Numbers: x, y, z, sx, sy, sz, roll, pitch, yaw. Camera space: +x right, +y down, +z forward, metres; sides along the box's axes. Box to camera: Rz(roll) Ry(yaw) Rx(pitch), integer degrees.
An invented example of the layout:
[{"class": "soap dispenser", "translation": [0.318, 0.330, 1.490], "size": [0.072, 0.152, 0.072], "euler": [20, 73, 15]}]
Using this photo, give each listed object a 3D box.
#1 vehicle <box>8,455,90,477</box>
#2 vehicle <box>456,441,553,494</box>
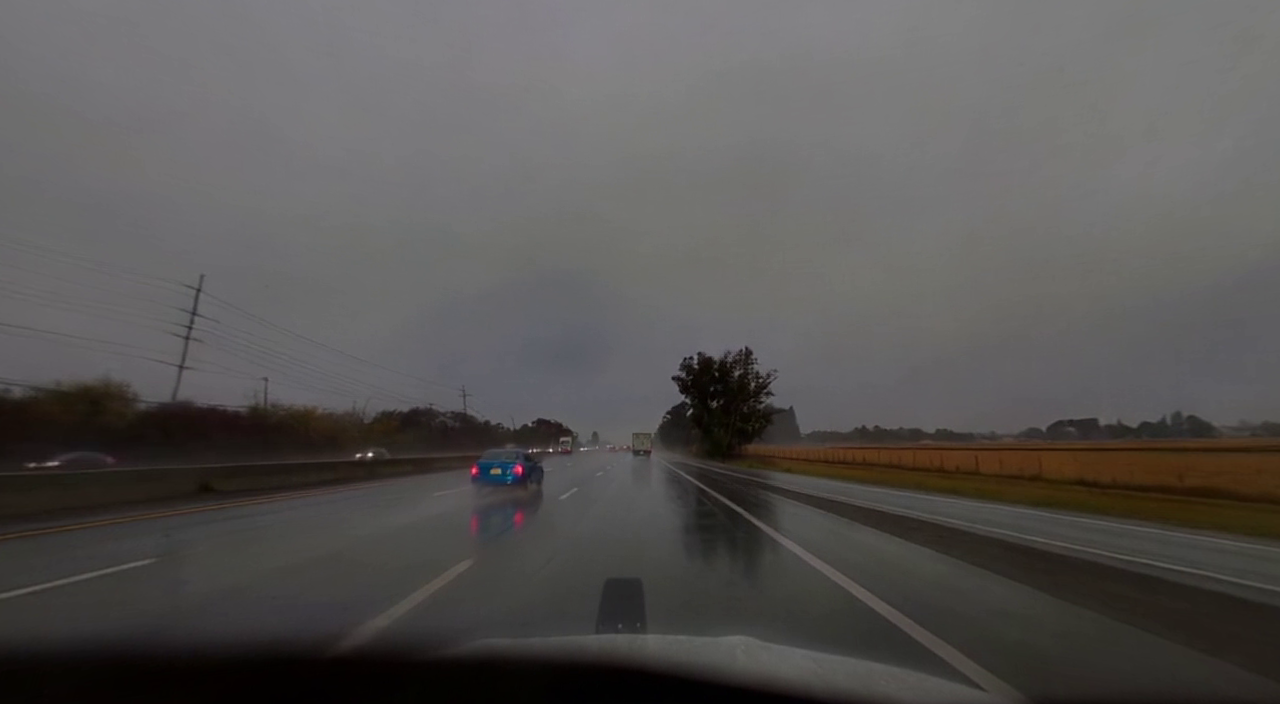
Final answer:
[{"class": "vehicle", "translation": [-43.404, 8.359, 46.397], "size": [1.766, 1.493, 4.410], "euler": [0, -9, 0]}, {"class": "vehicle", "translation": [-4.248, 3.703, 20.582], "size": [2.104, 1.501, 4.459], "euler": [0, -9, 1]}]
